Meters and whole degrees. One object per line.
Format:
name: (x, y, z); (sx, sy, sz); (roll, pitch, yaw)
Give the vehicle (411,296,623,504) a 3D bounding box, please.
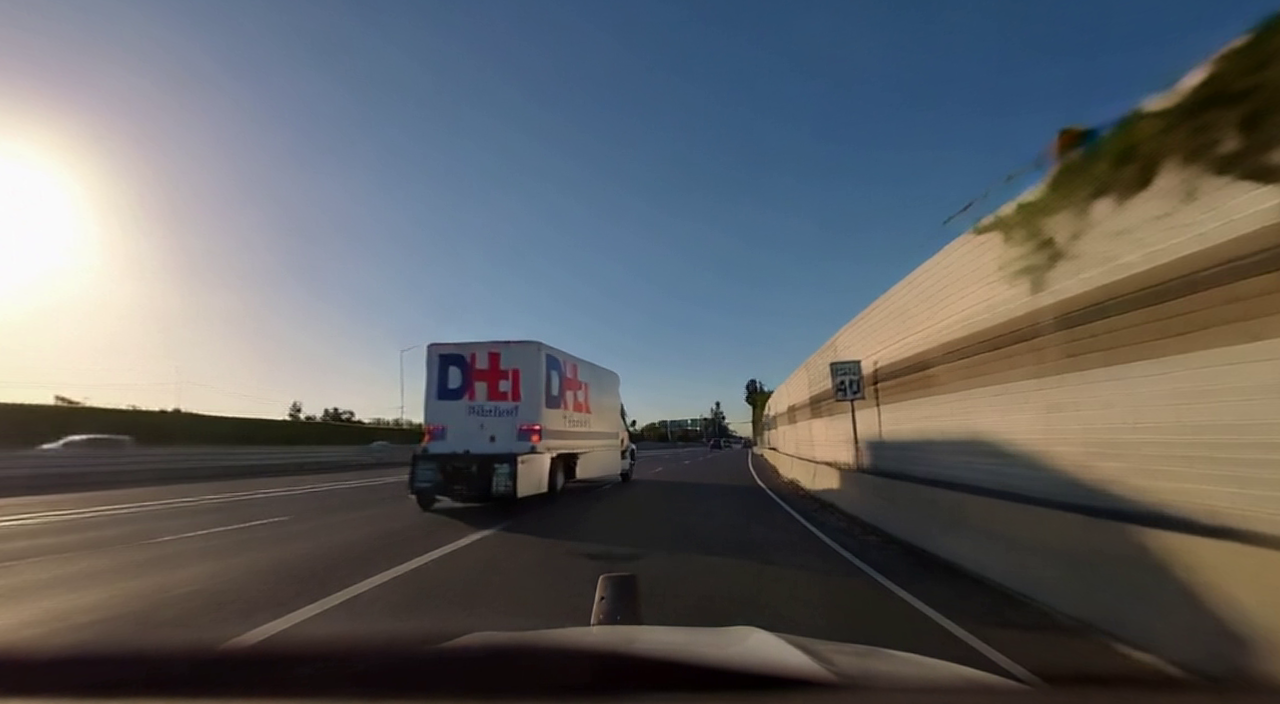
vehicle: (-2.618, 1.476, 17.096); (2.796, 4.184, 8.554); (0, -7, 9)
